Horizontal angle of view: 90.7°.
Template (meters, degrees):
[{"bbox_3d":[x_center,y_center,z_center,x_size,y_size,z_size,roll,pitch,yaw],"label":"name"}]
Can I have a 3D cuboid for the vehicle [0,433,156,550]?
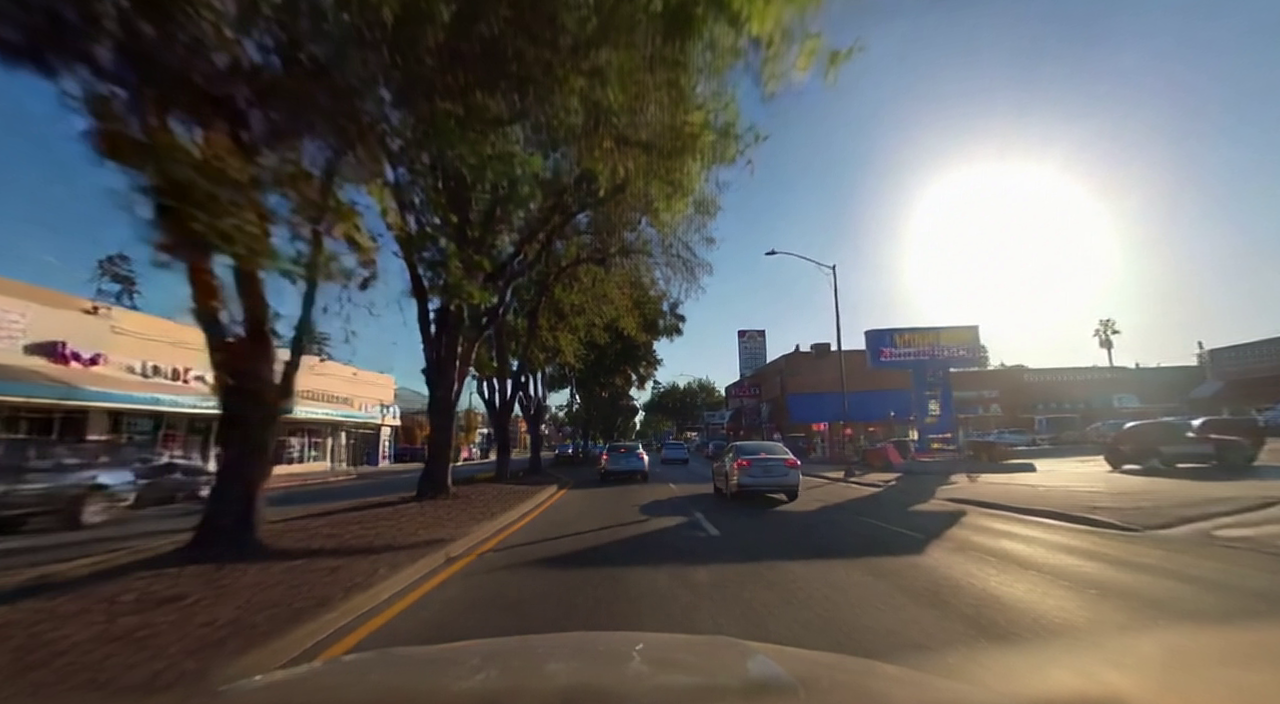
[{"bbox_3d":[-11.060,2.288,10.564,2.233,1.799,4.700,0,-8,-1],"label":"vehicle"}]

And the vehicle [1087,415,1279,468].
[{"bbox_3d":[19.159,3.175,22.361,4.948,1.733,2.296,0,-8,-1],"label":"vehicle"}]

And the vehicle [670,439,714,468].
[{"bbox_3d":[2.902,5.775,36.165,2.098,1.527,3.966,0,-8,-2],"label":"vehicle"}]

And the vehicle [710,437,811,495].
[{"bbox_3d":[3.376,3.268,18.564,2.060,1.471,4.168,0,-8,-1],"label":"vehicle"}]

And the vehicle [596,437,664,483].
[{"bbox_3d":[-0.363,3.899,23.210,2.232,1.508,4.319,0,-8,-1],"label":"vehicle"}]
